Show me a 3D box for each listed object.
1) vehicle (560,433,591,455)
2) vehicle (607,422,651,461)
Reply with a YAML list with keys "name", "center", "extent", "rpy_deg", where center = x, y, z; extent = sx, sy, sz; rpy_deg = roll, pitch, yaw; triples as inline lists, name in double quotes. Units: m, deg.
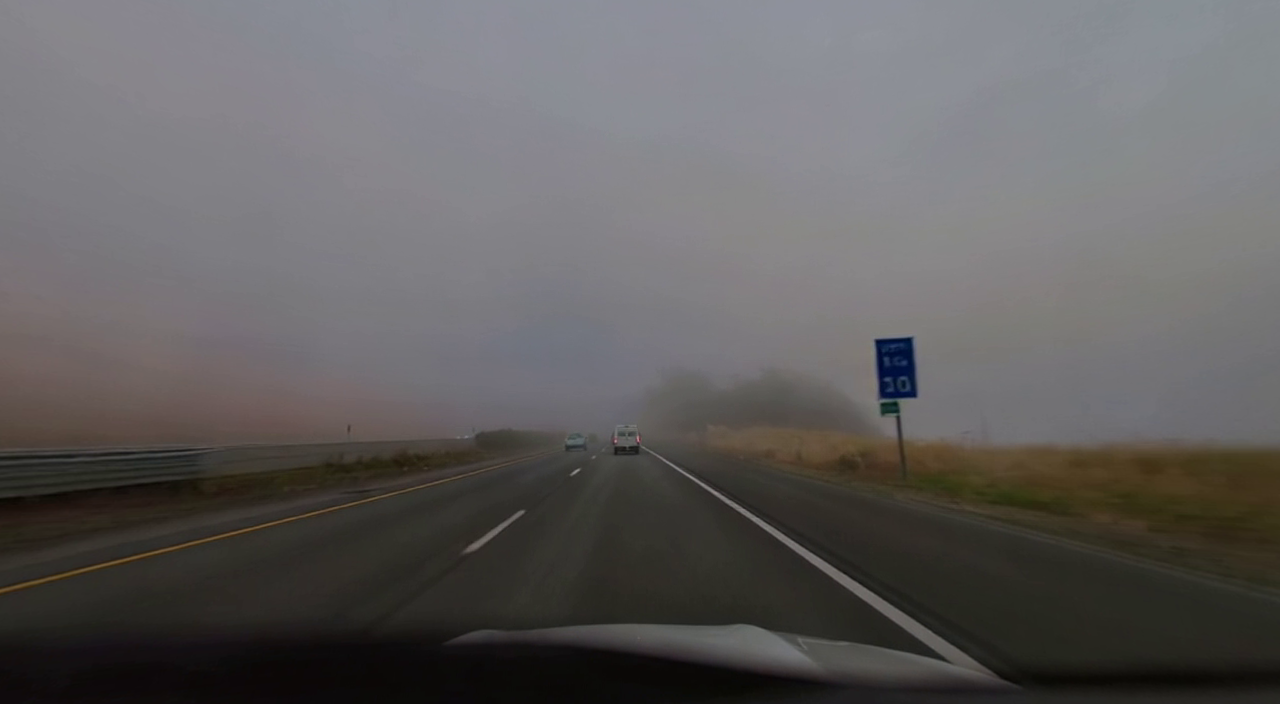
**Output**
- name: "vehicle"
  center: [-4.853, 6.954, 47.864]
  extent: [2.062, 1.567, 4.117]
  rpy_deg: [0, -8, -1]
- name: "vehicle"
  center: [-0.623, 4.869, 34.360]
  extent: [2.223, 1.957, 4.416]
  rpy_deg: [0, -8, -1]
